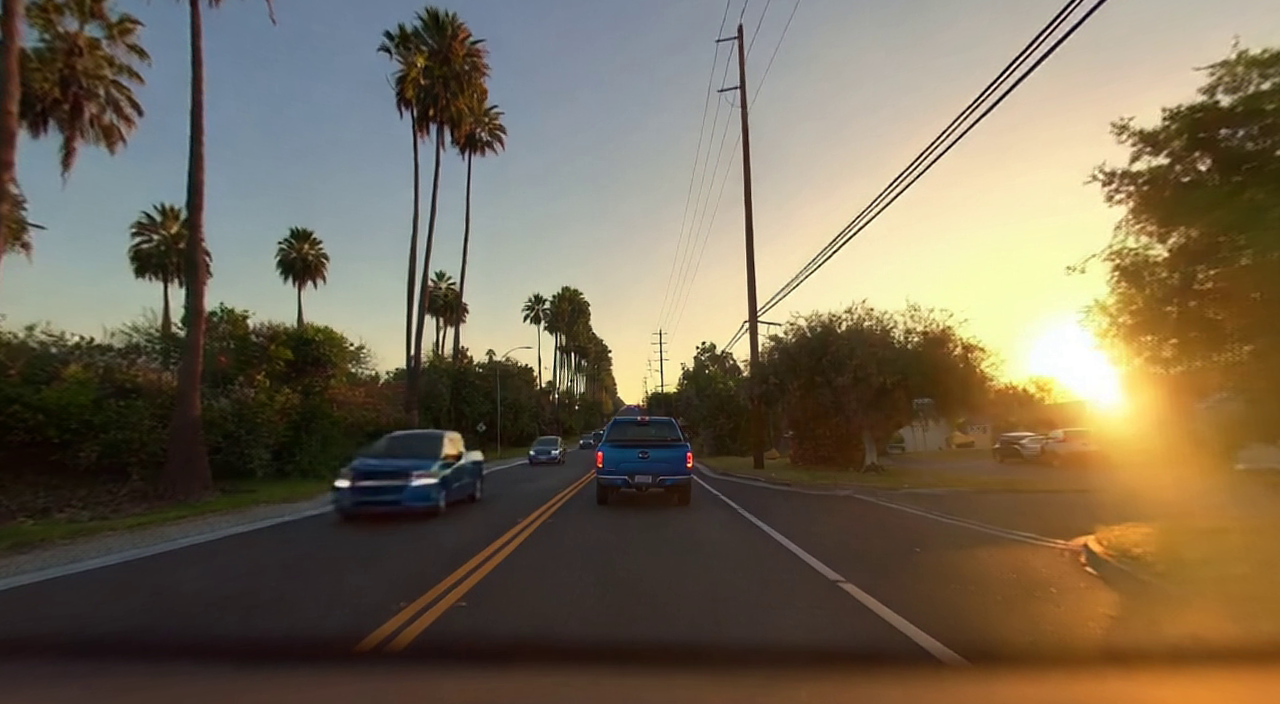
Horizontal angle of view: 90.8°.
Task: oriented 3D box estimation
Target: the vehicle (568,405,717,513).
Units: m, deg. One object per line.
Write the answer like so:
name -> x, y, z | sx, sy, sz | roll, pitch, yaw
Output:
vehicle -> 0.022, 2.496, 15.137 | 2.848, 2.047, 5.885 | 0, -8, 0

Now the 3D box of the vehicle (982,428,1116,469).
vehicle -> 20.335, 4.857, 31.914 | 2.277, 1.836, 6.267 | 0, -9, -4

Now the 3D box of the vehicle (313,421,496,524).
vehicle -> -4.658, 2.455, 13.462 | 2.223, 1.776, 4.614 | 0, -8, -2

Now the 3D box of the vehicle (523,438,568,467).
vehicle -> -5.714, 6.161, 38.854 | 2.159, 1.627, 4.505 | 0, -8, -1
